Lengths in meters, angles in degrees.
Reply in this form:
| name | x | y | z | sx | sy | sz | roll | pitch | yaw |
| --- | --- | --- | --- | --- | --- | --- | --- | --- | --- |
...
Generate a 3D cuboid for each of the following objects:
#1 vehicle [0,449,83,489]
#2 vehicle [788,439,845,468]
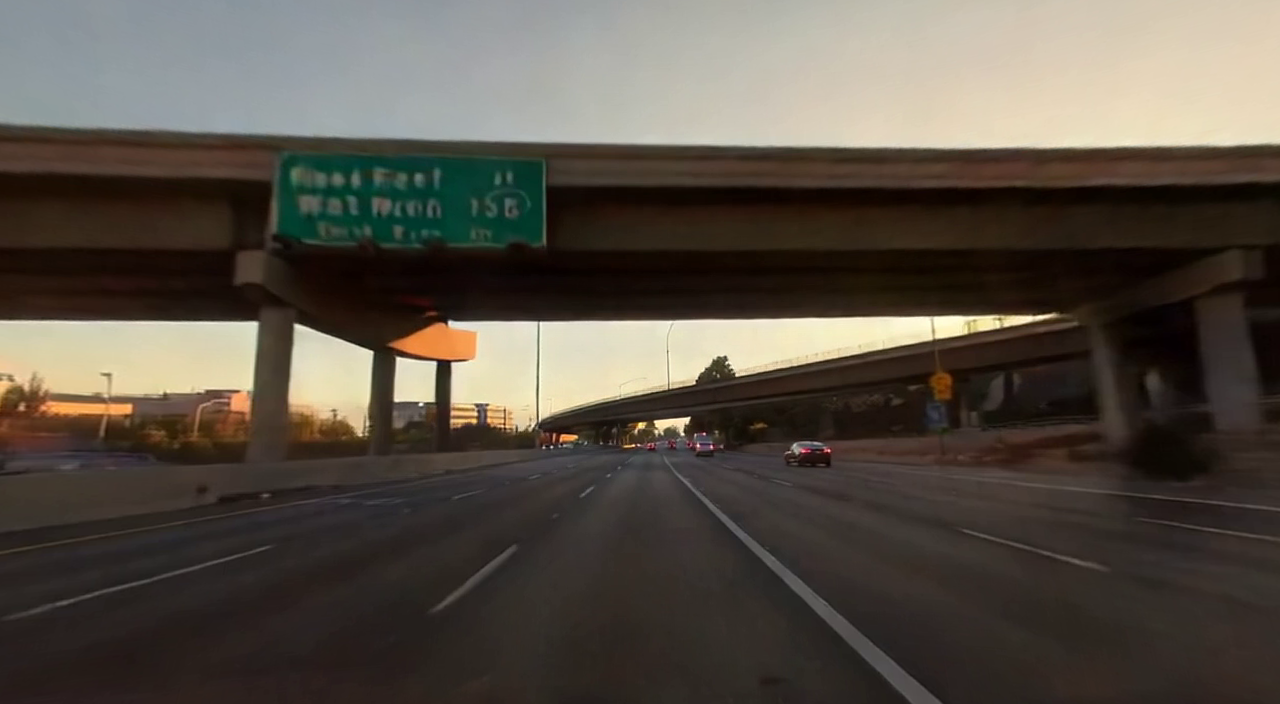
| name | x | y | z | sx | sy | sz | roll | pitch | yaw |
| --- | --- | --- | --- | --- | --- | --- | --- | --- | --- |
| vehicle | -25.776 | 4.784 | 25.960 | 1.984 | 1.534 | 3.947 | -1 | -9 | 1 |
| vehicle | 10.193 | 5.892 | 36.779 | 2.000 | 1.514 | 4.585 | 0 | -9 | 0 |
